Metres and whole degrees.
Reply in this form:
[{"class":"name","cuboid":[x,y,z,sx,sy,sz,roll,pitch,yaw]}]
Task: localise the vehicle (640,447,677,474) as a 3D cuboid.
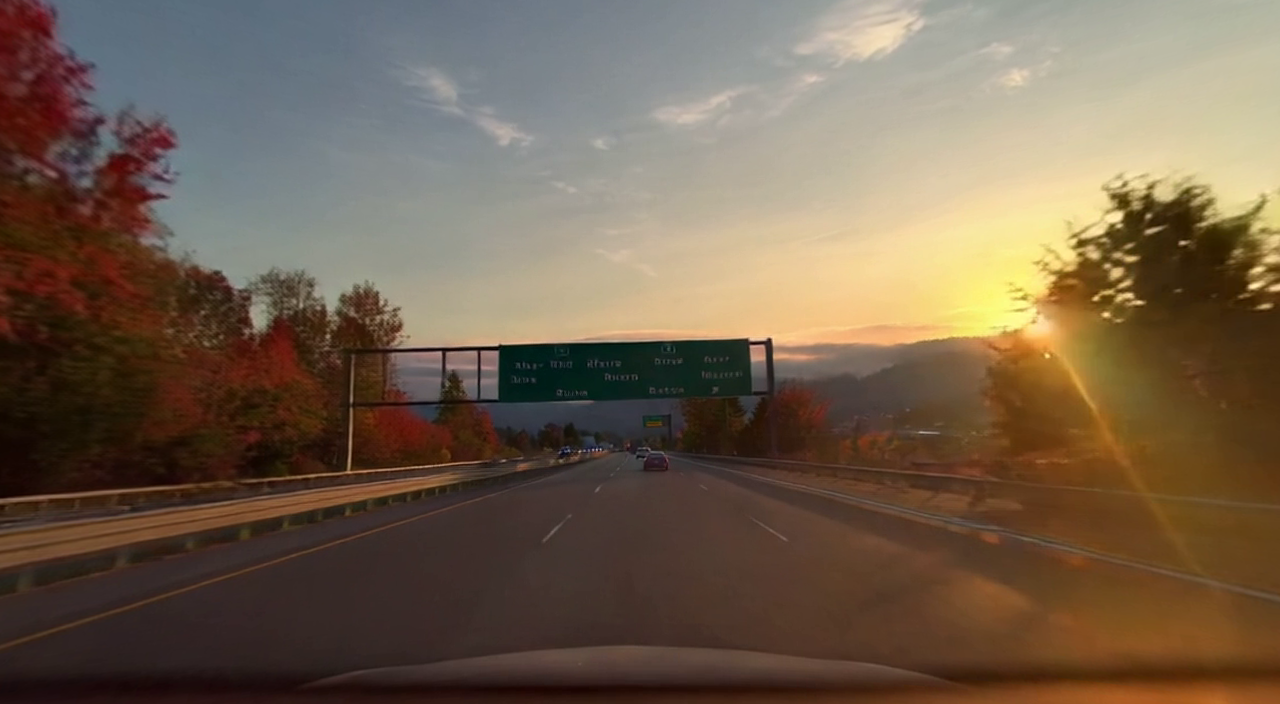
[{"class":"vehicle","cuboid":[1.071,6.411,37.400,2.036,1.457,3.471,0,-9,-1]}]
